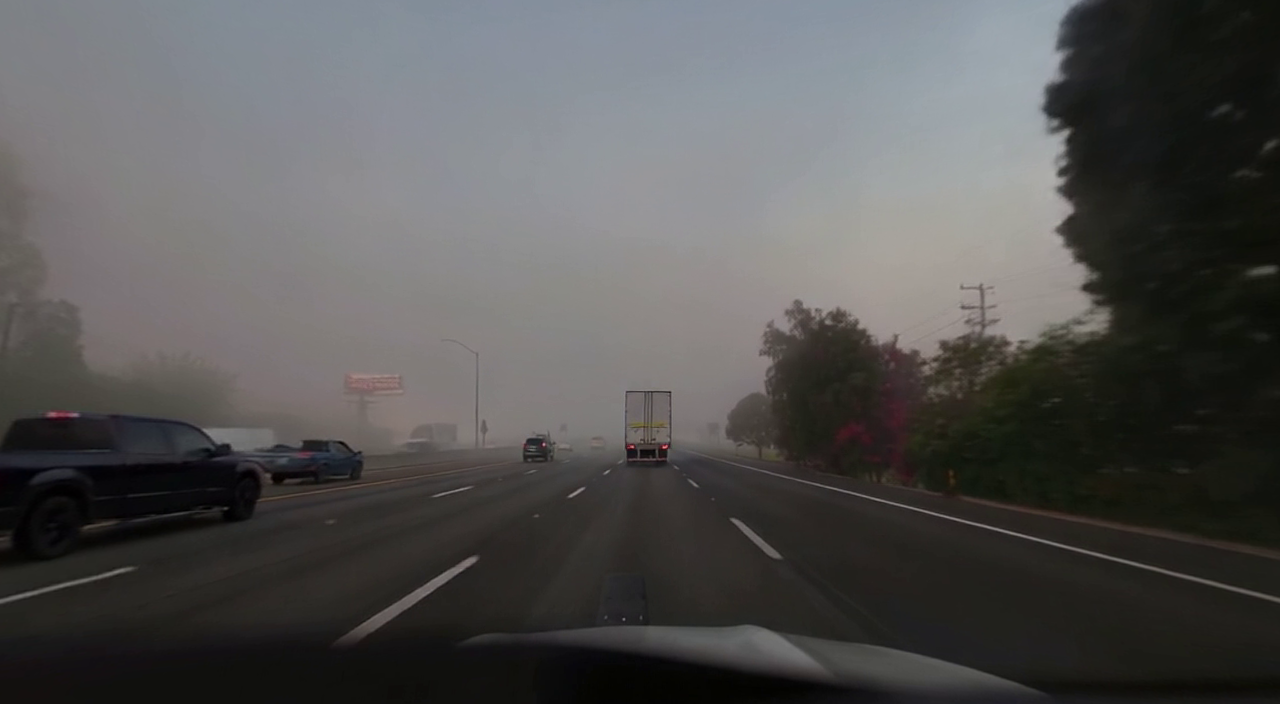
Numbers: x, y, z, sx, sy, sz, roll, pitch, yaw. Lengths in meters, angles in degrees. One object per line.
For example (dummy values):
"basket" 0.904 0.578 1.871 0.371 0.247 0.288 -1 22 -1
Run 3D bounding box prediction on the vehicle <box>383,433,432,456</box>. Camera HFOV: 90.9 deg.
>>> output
"vehicle" -17.662 7.074 48.079 1.906 1.656 4.683 0 -8 1

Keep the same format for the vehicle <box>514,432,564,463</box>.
"vehicle" -6.590 6.336 41.896 2.263 1.936 5.802 0 -8 1

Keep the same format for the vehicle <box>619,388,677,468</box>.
"vehicle" 0.636 4.644 37.534 2.879 4.027 11.243 -1 -8 2

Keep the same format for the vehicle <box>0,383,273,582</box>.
"vehicle" -7.099 1.462 7.518 2.197 1.847 5.364 0 -8 0

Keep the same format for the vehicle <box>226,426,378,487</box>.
"vehicle" -10.889 3.413 20.925 2.010 1.766 5.365 0 -8 1
